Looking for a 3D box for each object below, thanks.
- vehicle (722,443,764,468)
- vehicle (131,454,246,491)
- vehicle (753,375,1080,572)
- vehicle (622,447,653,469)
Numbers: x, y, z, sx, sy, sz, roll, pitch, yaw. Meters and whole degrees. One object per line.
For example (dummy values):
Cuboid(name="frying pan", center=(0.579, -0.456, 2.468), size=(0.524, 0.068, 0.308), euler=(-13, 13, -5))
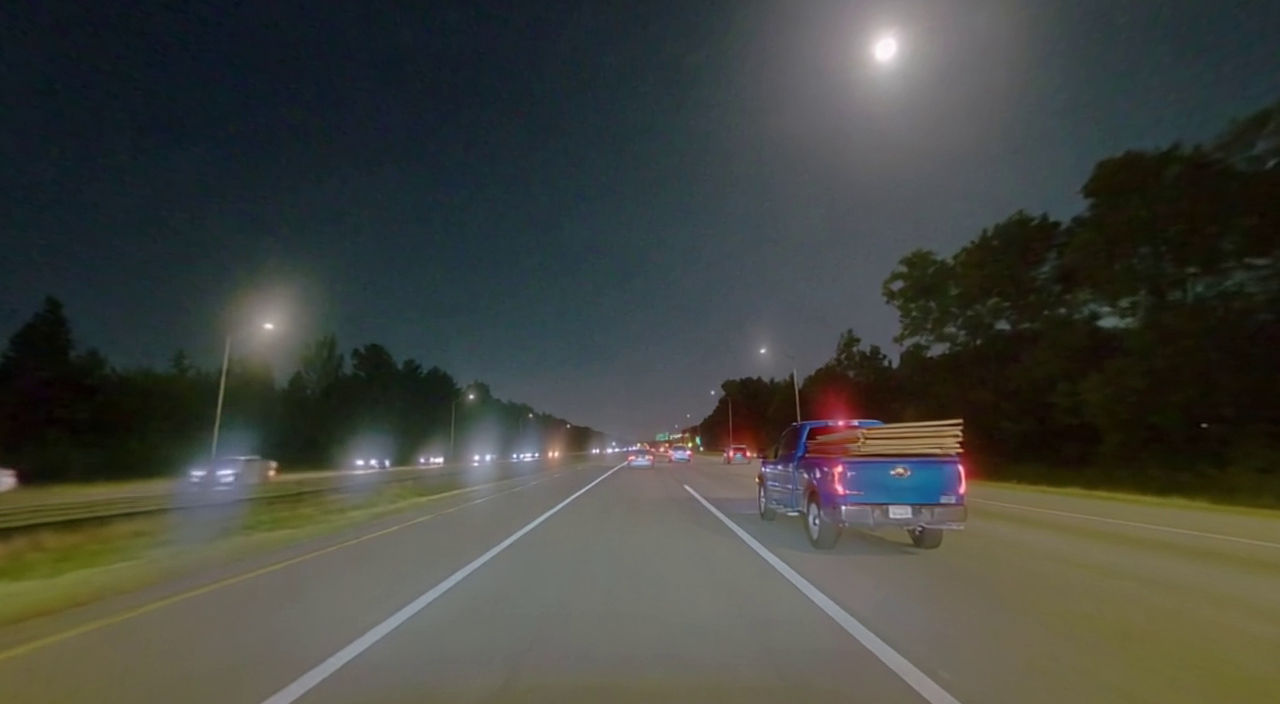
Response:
Cuboid(name="vehicle", center=(7.209, 7.299, 44.567), size=(2.189, 1.704, 4.521), euler=(0, -9, 0))
Cuboid(name="vehicle", center=(-21.262, 5.666, 29.933), size=(1.884, 1.533, 4.698), euler=(0, -9, 1))
Cuboid(name="vehicle", center=(3.432, 1.703, 9.524), size=(2.354, 2.079, 5.586), euler=(0, -9, 0))
Cuboid(name="vehicle", center=(-0.118, 7.228, 43.152), size=(2.030, 1.473, 3.926), euler=(0, -9, 0))
